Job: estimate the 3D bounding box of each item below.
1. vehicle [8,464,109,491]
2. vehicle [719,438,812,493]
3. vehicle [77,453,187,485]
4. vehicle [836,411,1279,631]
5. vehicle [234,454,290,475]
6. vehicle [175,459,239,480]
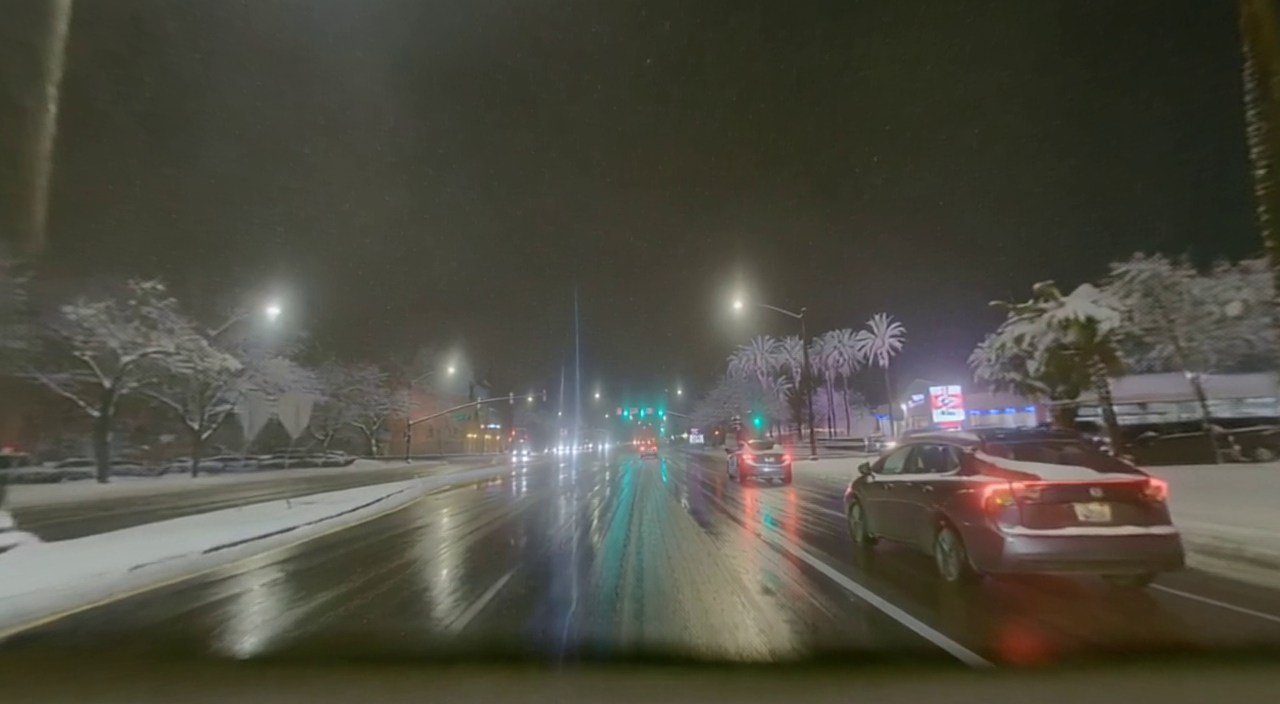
[{"bbox_3d":[-33.352,7.181,36.206,4.252,1.419,1.997,-2,-8,10],"label":"vehicle"},{"bbox_3d":[3.708,3.431,19.536,1.870,1.467,4.800,0,-8,0],"label":"vehicle"},{"bbox_3d":[-31.894,7.354,39.693,4.978,1.873,2.164,0,-8,-1],"label":"vehicle"},{"bbox_3d":[3.677,1.496,6.600,1.931,1.534,4.126,-1,-8,0],"label":"vehicle"},{"bbox_3d":[-29.363,8.731,49.079,1.966,1.430,4.309,0,-8,-4],"label":"vehicle"},{"bbox_3d":[-31.285,8.480,45.649,1.703,1.328,4.065,-1,-8,1],"label":"vehicle"}]
